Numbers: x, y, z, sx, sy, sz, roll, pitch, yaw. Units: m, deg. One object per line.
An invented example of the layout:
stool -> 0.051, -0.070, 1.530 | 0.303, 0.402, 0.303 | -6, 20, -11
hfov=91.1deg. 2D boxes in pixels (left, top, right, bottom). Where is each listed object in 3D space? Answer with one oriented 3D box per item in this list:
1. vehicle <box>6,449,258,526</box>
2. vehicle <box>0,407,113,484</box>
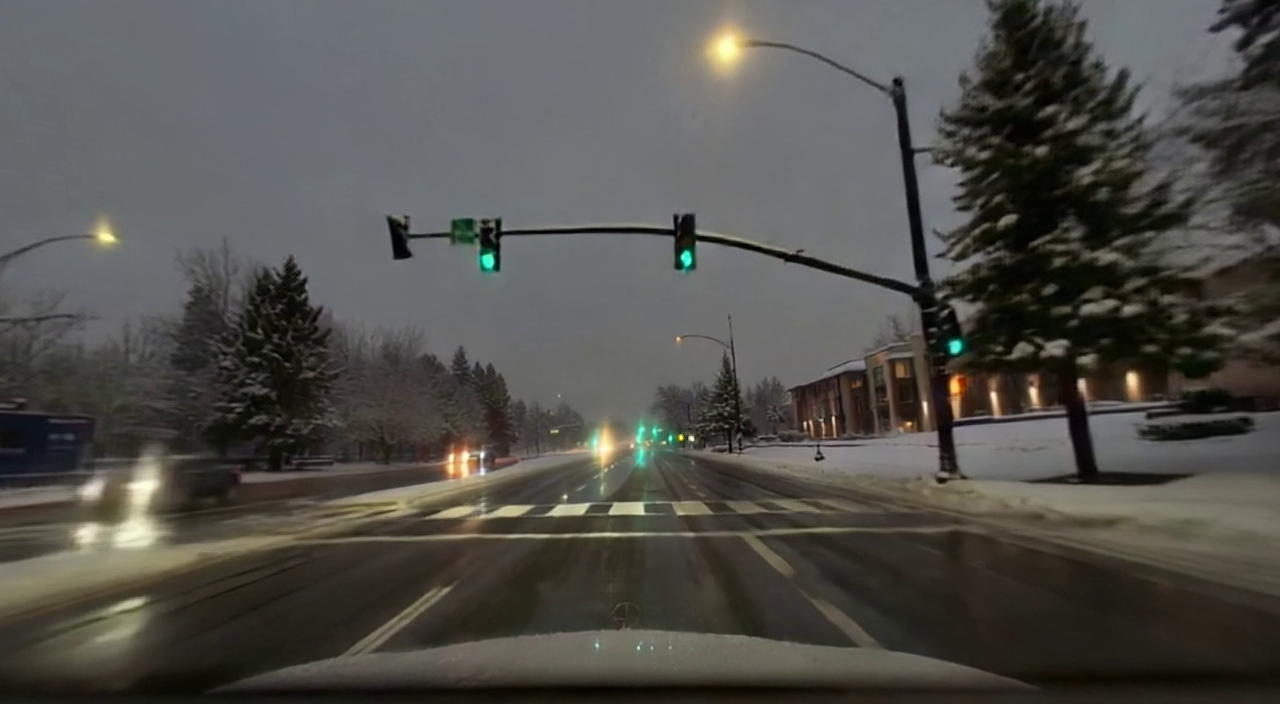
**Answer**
vehicle -> -11.356, 3.018, 14.622 | 2.058, 1.453, 4.580 | 0, -8, -1
vehicle -> -30.766, 4.506, 30.088 | 2.818, 3.500, 8.930 | -1, -8, 3
